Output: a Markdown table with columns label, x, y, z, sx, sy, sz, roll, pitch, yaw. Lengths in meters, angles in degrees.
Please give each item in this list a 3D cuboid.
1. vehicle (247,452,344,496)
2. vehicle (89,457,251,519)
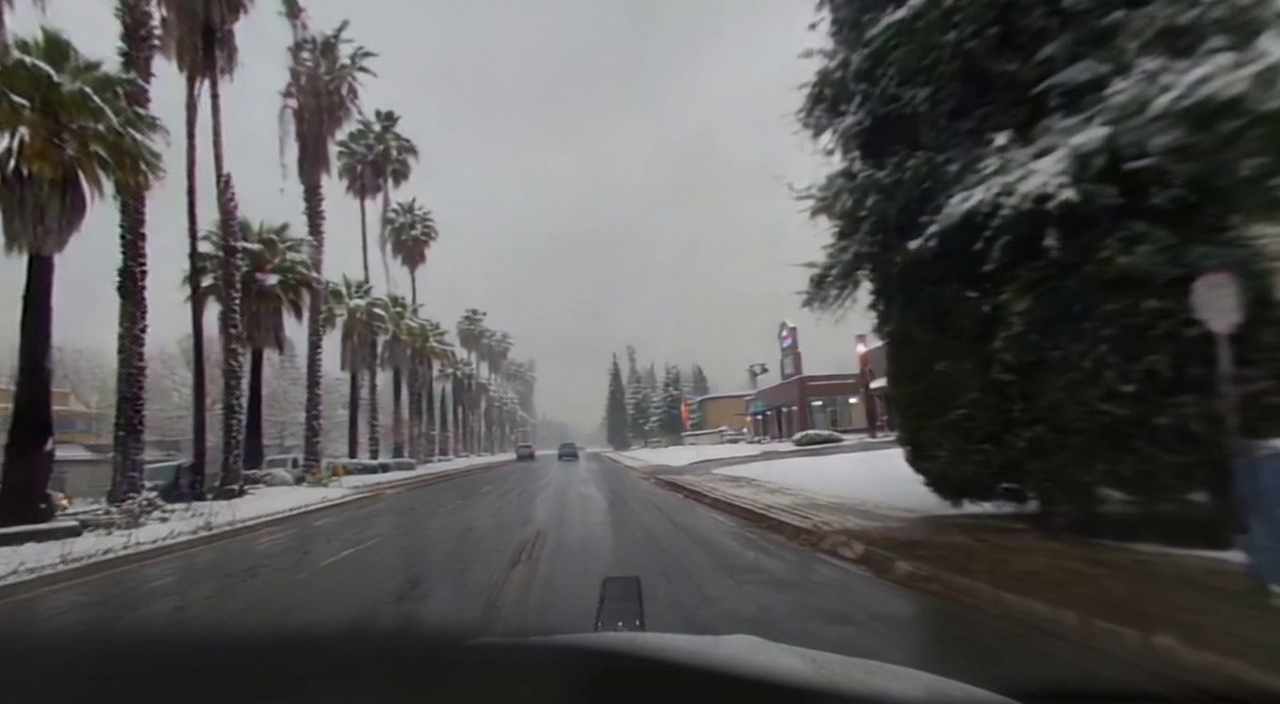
| label | x | y | z | sx | sy | sz | roll | pitch | yaw |
| --- | --- | --- | --- | --- | --- | --- | --- | --- | --- |
| vehicle | -16.348 | 5.776 | 30.320 | 2.306 | 1.807 | 4.927 | 1 | -8 | -6 |
| vehicle | -15.252 | 4.370 | 20.906 | 2.199 | 1.696 | 4.440 | 1 | -8 | -6 |
